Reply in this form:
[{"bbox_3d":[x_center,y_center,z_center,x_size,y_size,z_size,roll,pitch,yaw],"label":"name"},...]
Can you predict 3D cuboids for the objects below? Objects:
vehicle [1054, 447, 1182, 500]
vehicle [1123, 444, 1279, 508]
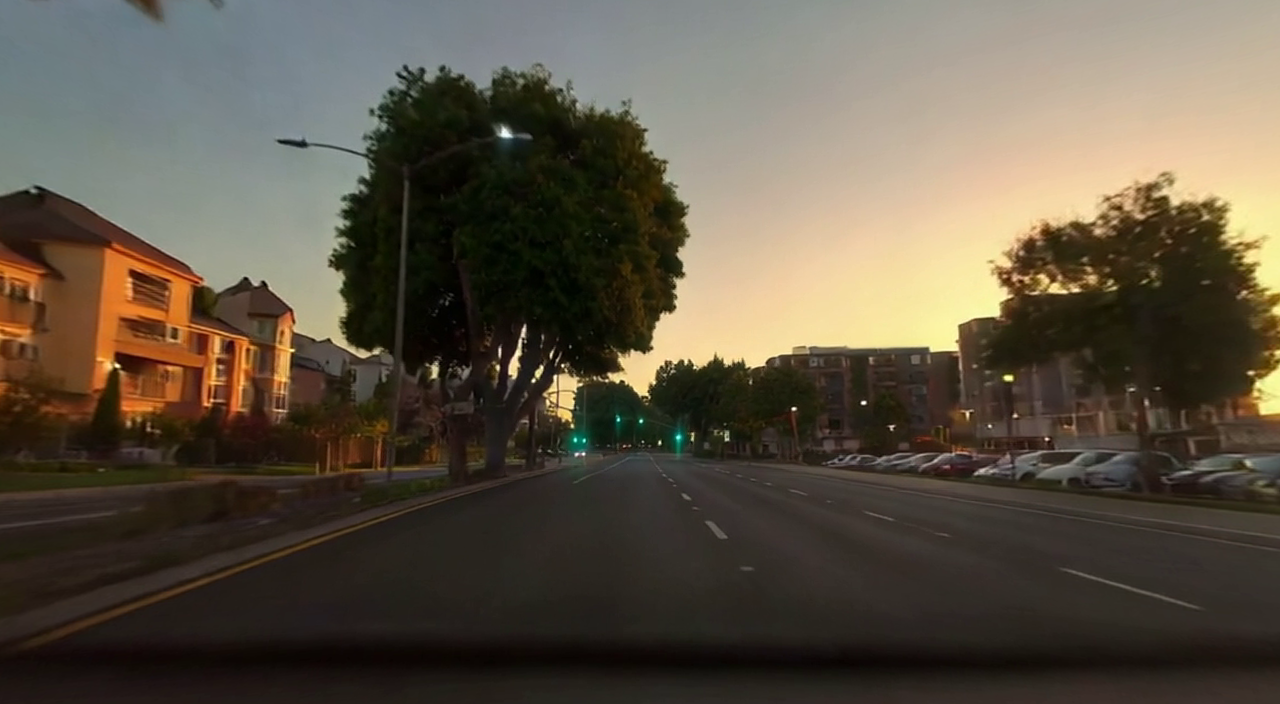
[{"bbox_3d":[16.676,4.137,22.004,4.375,1.652,1.983,5,-10,-32],"label":"vehicle"},{"bbox_3d":[17.170,3.679,19.192,4.669,1.676,2.192,5,-11,-30],"label":"vehicle"}]
